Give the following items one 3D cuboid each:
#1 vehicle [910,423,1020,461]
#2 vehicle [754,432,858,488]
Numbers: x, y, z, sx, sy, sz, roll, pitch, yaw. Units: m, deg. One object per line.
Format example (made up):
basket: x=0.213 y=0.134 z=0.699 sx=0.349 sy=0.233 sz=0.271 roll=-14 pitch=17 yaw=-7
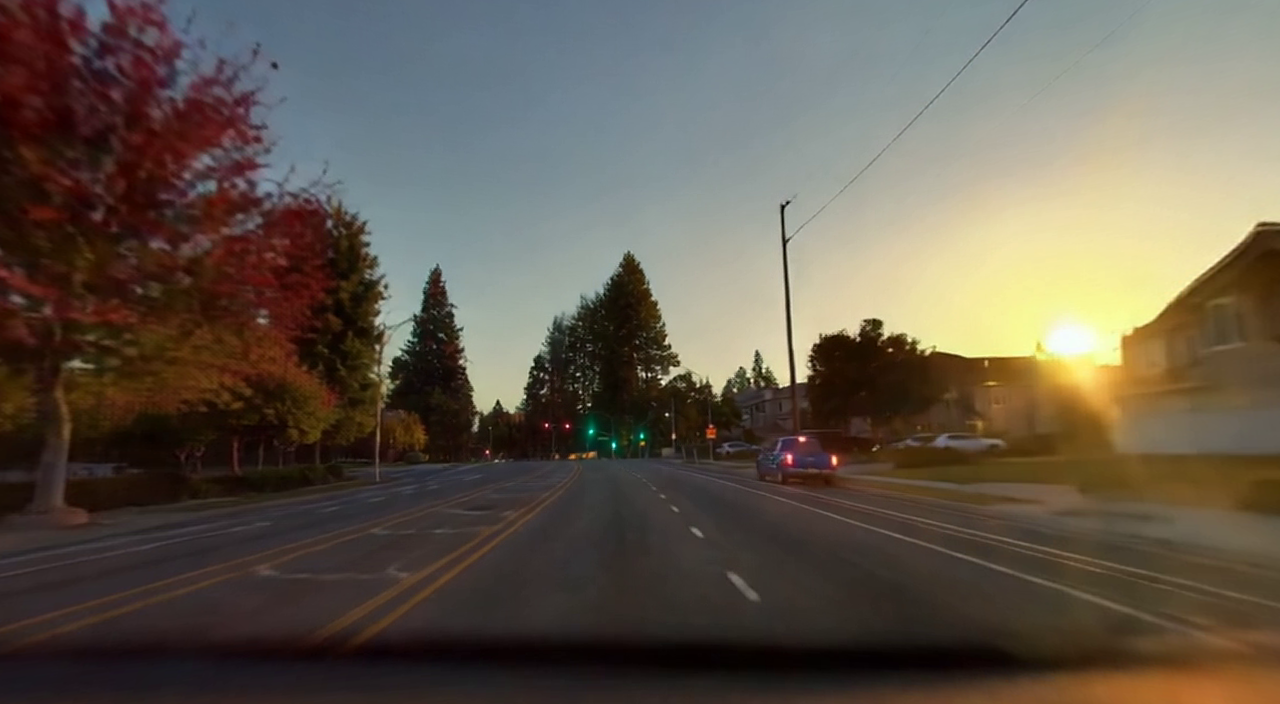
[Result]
vehicle: x=17.022 y=4.737 z=33.256 sx=4.623 sy=1.741 sz=1.924 roll=-2 pitch=-8 yaw=-2
vehicle: x=6.134 y=4.069 z=24.280 sx=2.285 sy=1.868 sz=5.575 roll=0 pitch=-8 yaw=-2
